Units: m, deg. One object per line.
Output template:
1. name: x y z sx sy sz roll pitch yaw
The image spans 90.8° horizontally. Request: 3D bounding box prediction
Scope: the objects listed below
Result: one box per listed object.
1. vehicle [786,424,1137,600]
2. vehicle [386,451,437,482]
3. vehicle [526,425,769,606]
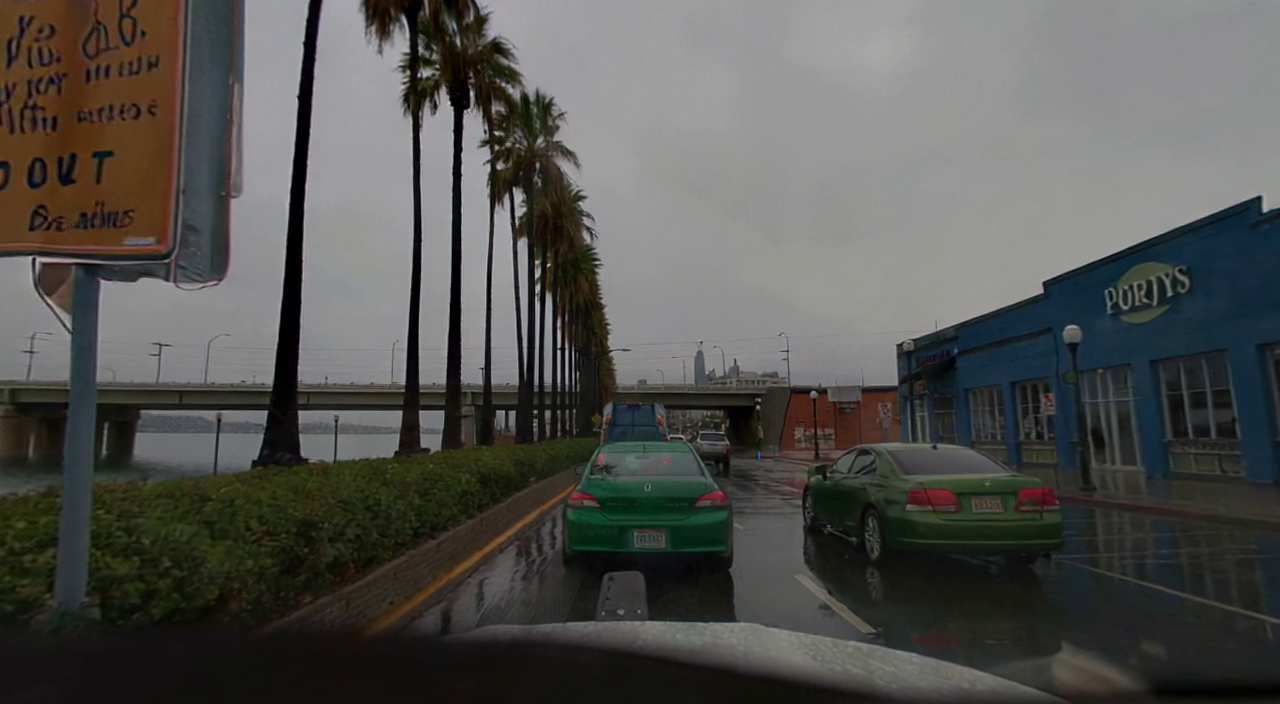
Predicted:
1. vehicle: 3.289 1.712 7.711 1.920 1.490 4.417 0 -9 -1
2. vehicle: -14.949 7.479 41.646 2.104 1.802 4.852 1 -8 -7
3. vehicle: 0.061 1.666 7.248 2.048 1.503 3.681 0 -9 0
